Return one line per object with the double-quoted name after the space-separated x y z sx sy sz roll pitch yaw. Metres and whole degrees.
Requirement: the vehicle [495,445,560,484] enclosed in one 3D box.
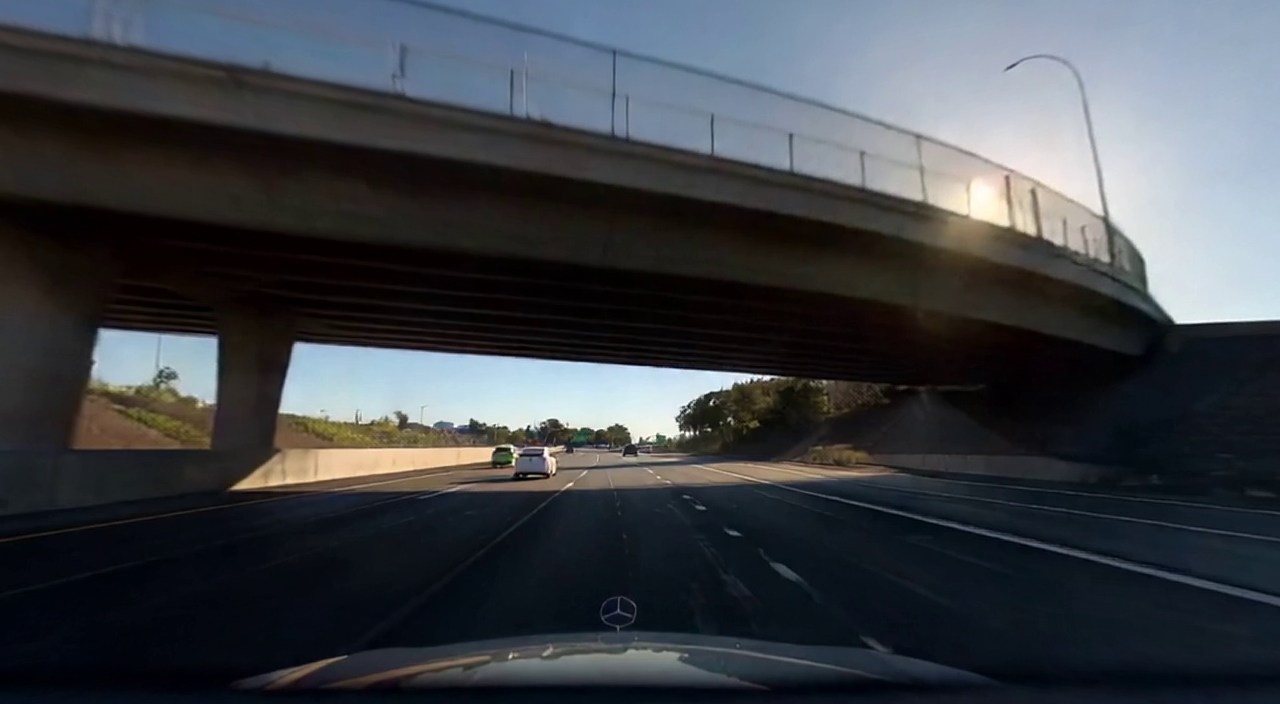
-4.654 4.722 26.837 2.050 1.507 4.316 0 -8 -1 "vehicle"
